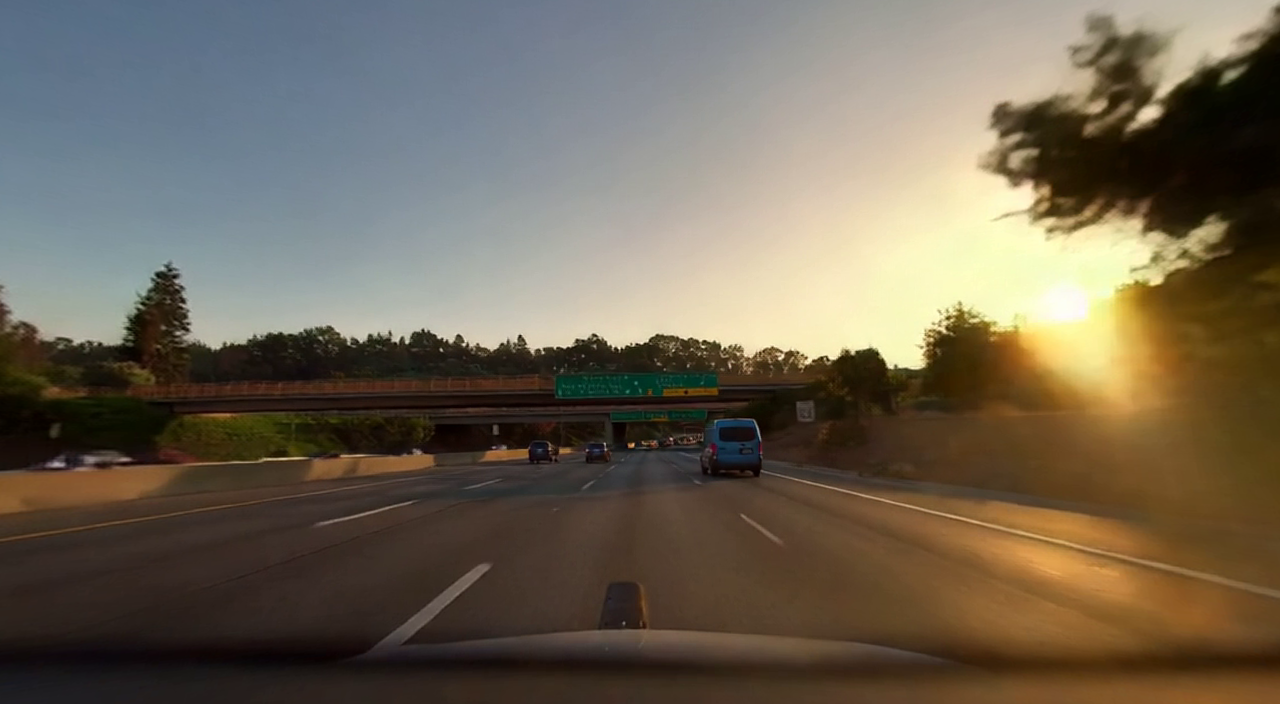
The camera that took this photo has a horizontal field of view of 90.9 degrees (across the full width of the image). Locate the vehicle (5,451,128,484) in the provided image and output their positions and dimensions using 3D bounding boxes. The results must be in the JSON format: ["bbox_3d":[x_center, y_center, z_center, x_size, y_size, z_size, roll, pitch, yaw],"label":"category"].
[{"bbox_3d":[-32.779,6.581,36.319,1.984,1.711,5.368,-1,-8,1],"label":"vehicle"}]

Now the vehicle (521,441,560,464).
[{"bbox_3d":[-7.306,7.418,46.770,2.068,1.632,4.623,-1,-8,1],"label":"vehicle"}]

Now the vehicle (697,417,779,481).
[{"bbox_3d":[3.764,3.881,25.356,2.347,2.234,5.352,0,-8,-1],"label":"vehicle"}]
